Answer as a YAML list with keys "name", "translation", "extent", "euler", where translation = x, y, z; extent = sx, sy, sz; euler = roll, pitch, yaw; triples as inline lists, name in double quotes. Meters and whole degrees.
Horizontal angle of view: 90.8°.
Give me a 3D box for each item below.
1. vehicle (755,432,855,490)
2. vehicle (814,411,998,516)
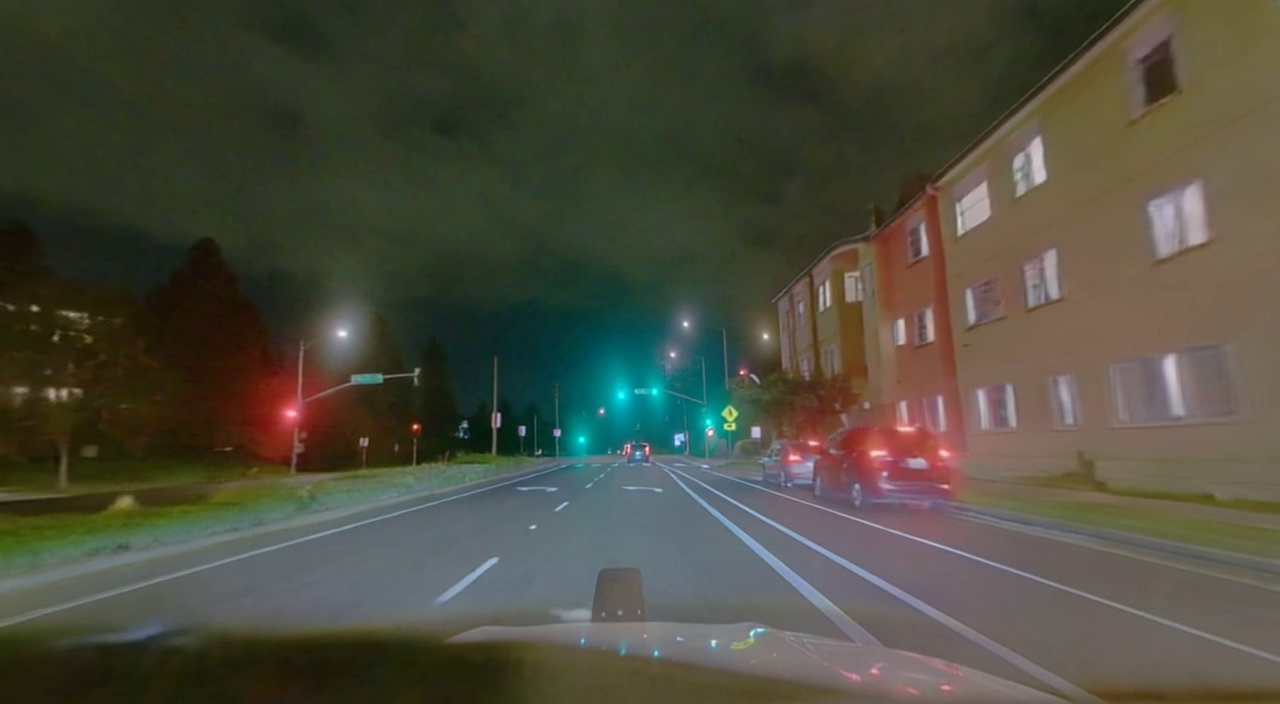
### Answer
- name: "vehicle"
  translation: [5.389, 3.660, 21.434]
  extent: [2.070, 1.710, 4.964]
  euler: [0, -9, 0]
- name: "vehicle"
  translation: [5.629, 2.432, 14.250]
  extent: [2.008, 1.930, 4.919]
  euler: [0, -8, 1]
